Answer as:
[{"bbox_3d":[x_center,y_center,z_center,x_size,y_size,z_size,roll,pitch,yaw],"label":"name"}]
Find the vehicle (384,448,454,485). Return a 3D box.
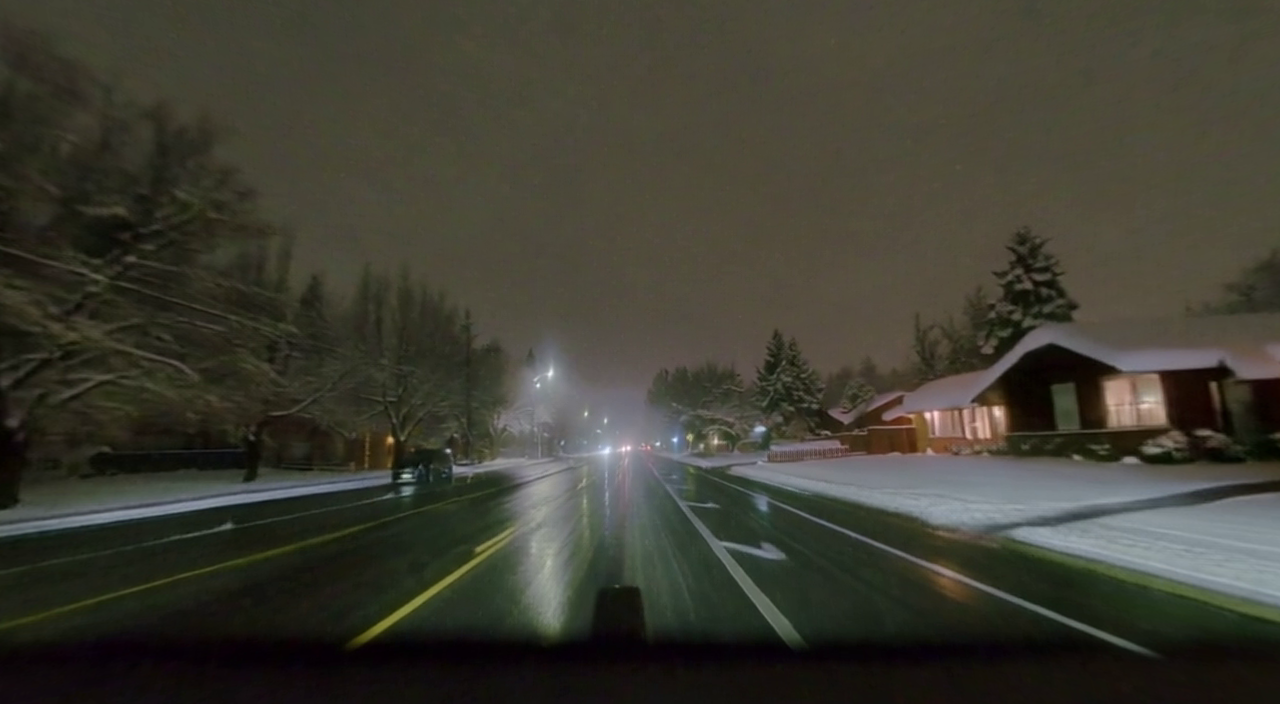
[{"bbox_3d":[-11.754,6.110,33.986,2.047,1.710,4.473,-3,-9,2],"label":"vehicle"}]
